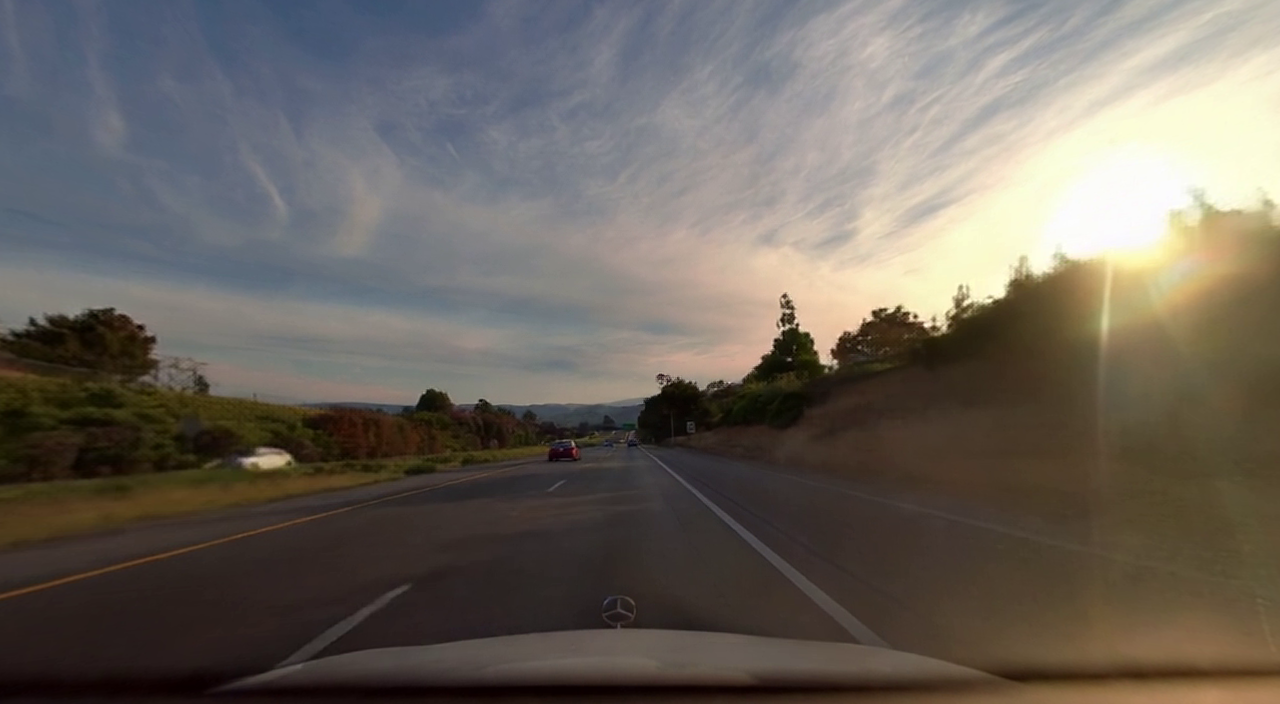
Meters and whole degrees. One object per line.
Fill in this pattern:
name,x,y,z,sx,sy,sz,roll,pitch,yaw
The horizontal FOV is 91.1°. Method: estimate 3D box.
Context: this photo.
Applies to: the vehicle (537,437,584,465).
vehicle,-4.347,5.477,35.099,2.063,1.496,4.225,0,-8,0
